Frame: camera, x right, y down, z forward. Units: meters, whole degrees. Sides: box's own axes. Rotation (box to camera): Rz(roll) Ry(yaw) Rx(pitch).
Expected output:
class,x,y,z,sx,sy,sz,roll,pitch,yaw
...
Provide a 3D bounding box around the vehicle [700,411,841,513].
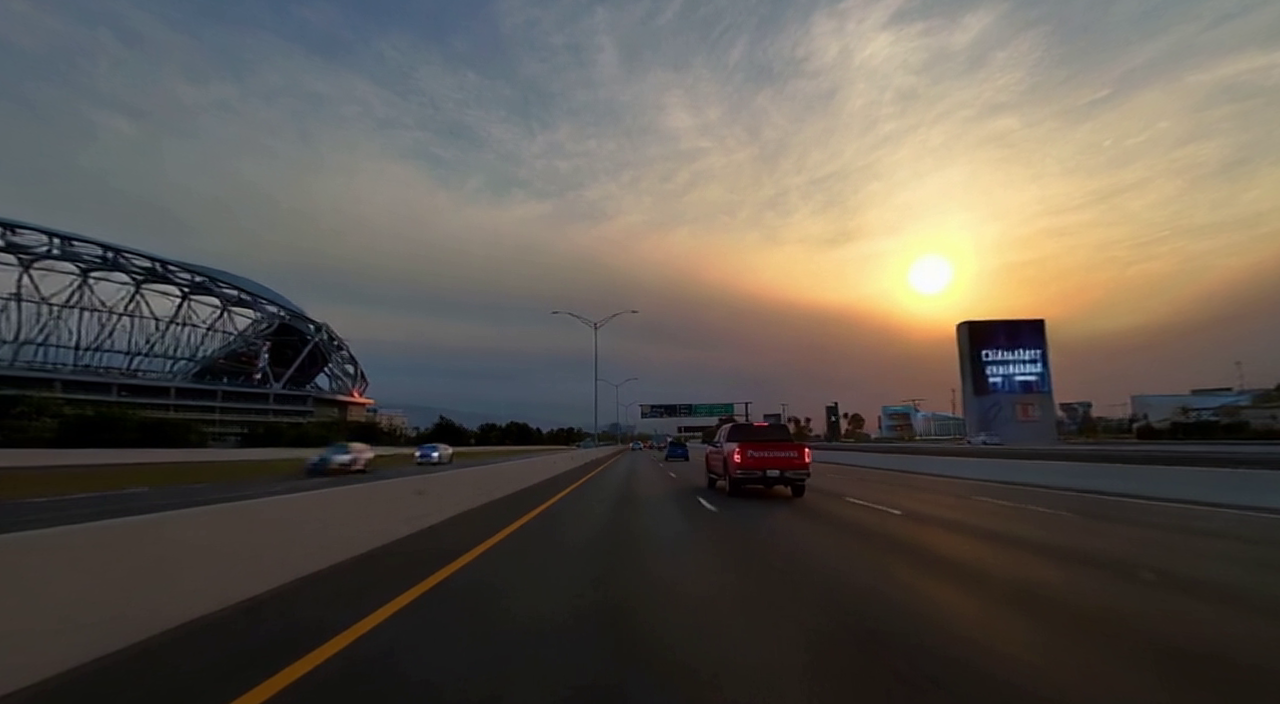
class,x,y,z,sx,sy,sz,roll,pitch,yaw
vehicle,2.824,2.544,15.059,2.199,2.002,4.970,0,-9,-1

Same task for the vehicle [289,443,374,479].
class,x,y,z,sx,sy,sz,roll,pitch,yaw
vehicle,-14.894,5.246,30.785,1.905,1.599,4.490,0,-9,-1
